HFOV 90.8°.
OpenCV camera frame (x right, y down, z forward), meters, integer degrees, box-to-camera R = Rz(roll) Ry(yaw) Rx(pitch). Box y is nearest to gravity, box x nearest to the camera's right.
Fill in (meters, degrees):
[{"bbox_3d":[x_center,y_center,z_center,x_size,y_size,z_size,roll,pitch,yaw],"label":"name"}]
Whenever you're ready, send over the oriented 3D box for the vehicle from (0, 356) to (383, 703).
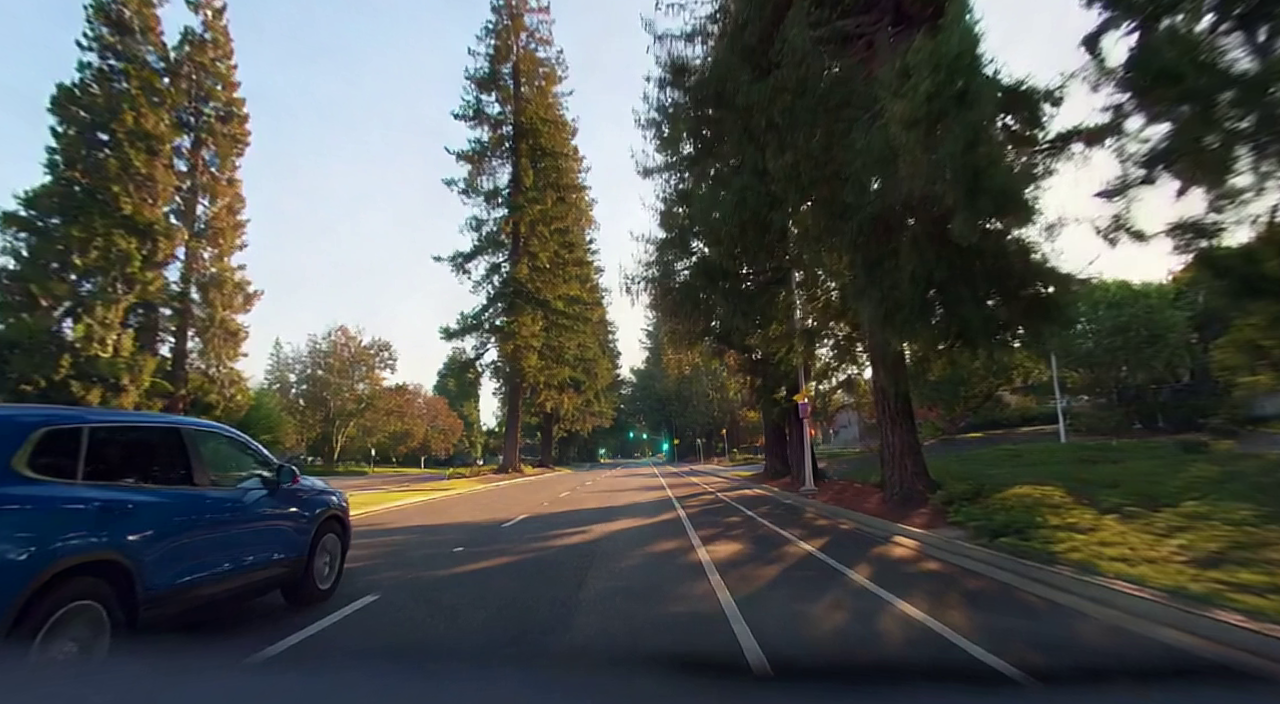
[{"bbox_3d":[-3.661,1.116,4.061,2.121,1.724,4.392,0,-9,0],"label":"vehicle"}]
